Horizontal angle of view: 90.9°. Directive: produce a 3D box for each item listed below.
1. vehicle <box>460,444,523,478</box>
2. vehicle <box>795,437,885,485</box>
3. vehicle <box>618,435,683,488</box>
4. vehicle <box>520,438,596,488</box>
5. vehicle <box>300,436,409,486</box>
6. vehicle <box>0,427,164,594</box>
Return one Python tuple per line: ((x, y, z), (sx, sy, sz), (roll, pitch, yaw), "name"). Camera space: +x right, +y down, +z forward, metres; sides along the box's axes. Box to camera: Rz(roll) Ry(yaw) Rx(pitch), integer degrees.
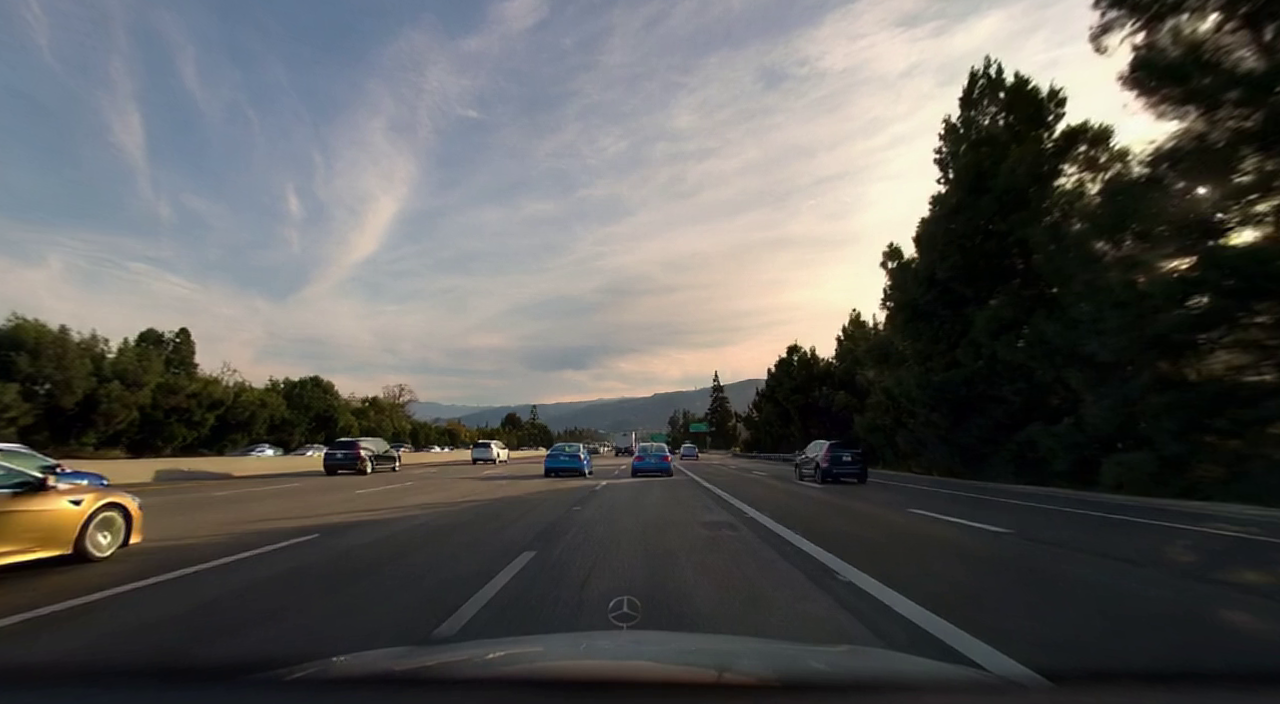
((-6.775, 4.988, 29.208), (1.886, 1.455, 4.148), (0, -8, 1), "vehicle")
((7.999, 4.366, 25.716), (2.071, 1.754, 4.484), (0, -8, -1), "vehicle")
((0.368, 3.898, 22.883), (2.114, 1.715, 4.136), (0, -8, 1), "vehicle")
((-2.859, 3.986, 23.034), (2.102, 1.624, 4.257), (-1, -8, 2), "vehicle")
((-10.417, 3.995, 23.447), (1.947, 1.683, 4.331), (-1, -8, 1), "vehicle")
((-6.783, 1.358, 5.175), (2.116, 1.473, 4.644), (0, -8, 0), "vehicle")
